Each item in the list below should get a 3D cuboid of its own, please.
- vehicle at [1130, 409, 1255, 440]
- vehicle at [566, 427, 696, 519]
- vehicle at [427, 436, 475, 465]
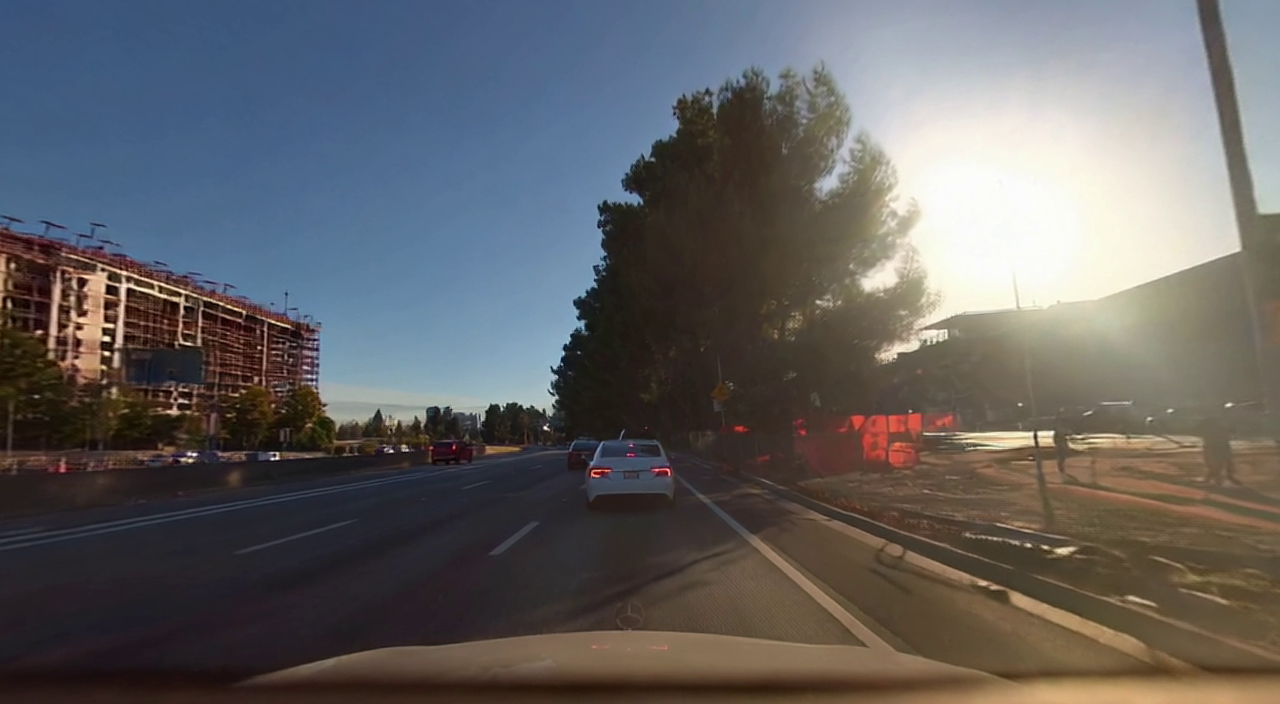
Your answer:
[{"bbox_3d":[27.758,3.673,31.777,4.455,1.494,1.926,0,-9,0],"label":"vehicle"},{"bbox_3d":[-0.138,2.268,12.352,2.112,1.482,4.076,0,-8,0],"label":"vehicle"},{"bbox_3d":[-10.418,5.360,34.532,2.072,1.465,4.394,3,-9,-22],"label":"vehicle"}]
